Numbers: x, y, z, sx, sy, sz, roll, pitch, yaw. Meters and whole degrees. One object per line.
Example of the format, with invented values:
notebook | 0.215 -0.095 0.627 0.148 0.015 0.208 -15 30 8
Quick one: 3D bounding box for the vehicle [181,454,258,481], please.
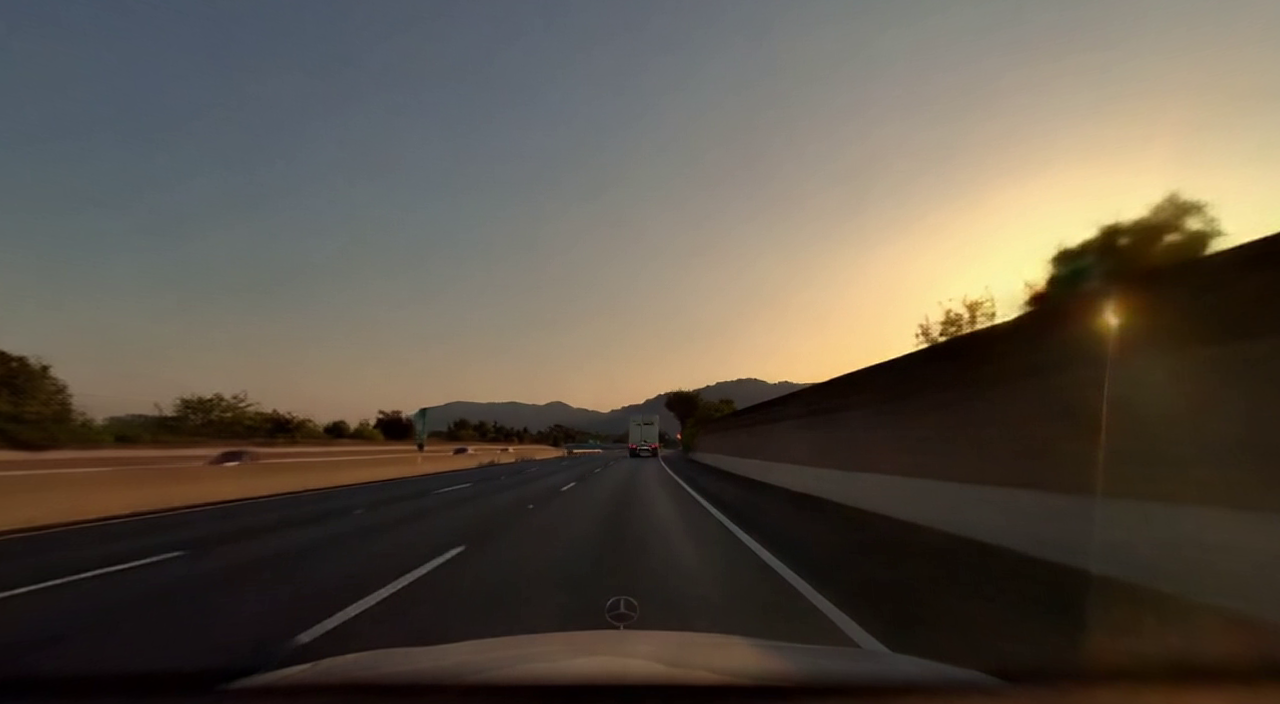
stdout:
vehicle | -24.148 6.630 36.400 1.719 1.426 3.827 0 -9 1
